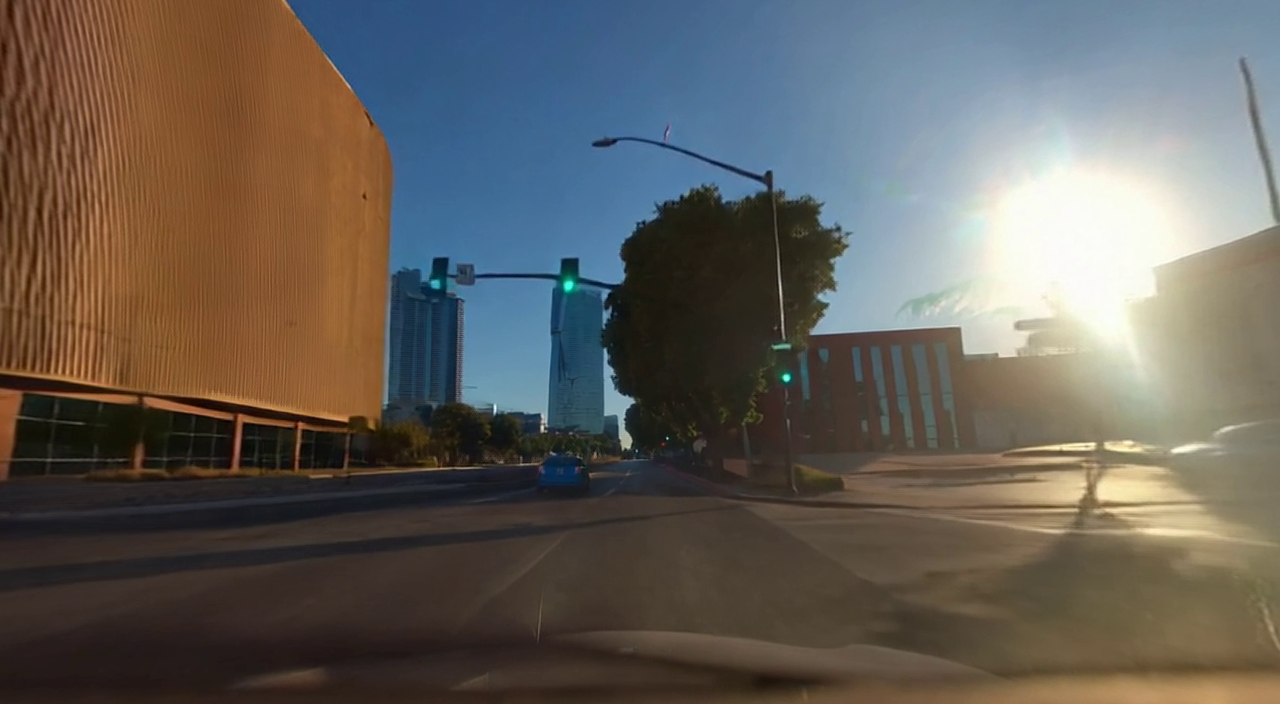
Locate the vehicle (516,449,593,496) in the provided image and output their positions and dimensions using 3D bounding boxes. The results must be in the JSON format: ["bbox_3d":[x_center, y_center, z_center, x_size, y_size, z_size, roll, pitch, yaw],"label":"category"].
[{"bbox_3d":[-2.933,4.263,22.616,1.971,1.486,4.380,0,-9,2],"label":"vehicle"}]

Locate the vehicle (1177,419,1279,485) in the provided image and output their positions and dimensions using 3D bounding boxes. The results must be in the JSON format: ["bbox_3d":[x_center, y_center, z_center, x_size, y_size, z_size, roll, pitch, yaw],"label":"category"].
[{"bbox_3d":[16.678,2.588,16.216,1.851,1.594,4.324,0,-9,1],"label":"vehicle"}]
